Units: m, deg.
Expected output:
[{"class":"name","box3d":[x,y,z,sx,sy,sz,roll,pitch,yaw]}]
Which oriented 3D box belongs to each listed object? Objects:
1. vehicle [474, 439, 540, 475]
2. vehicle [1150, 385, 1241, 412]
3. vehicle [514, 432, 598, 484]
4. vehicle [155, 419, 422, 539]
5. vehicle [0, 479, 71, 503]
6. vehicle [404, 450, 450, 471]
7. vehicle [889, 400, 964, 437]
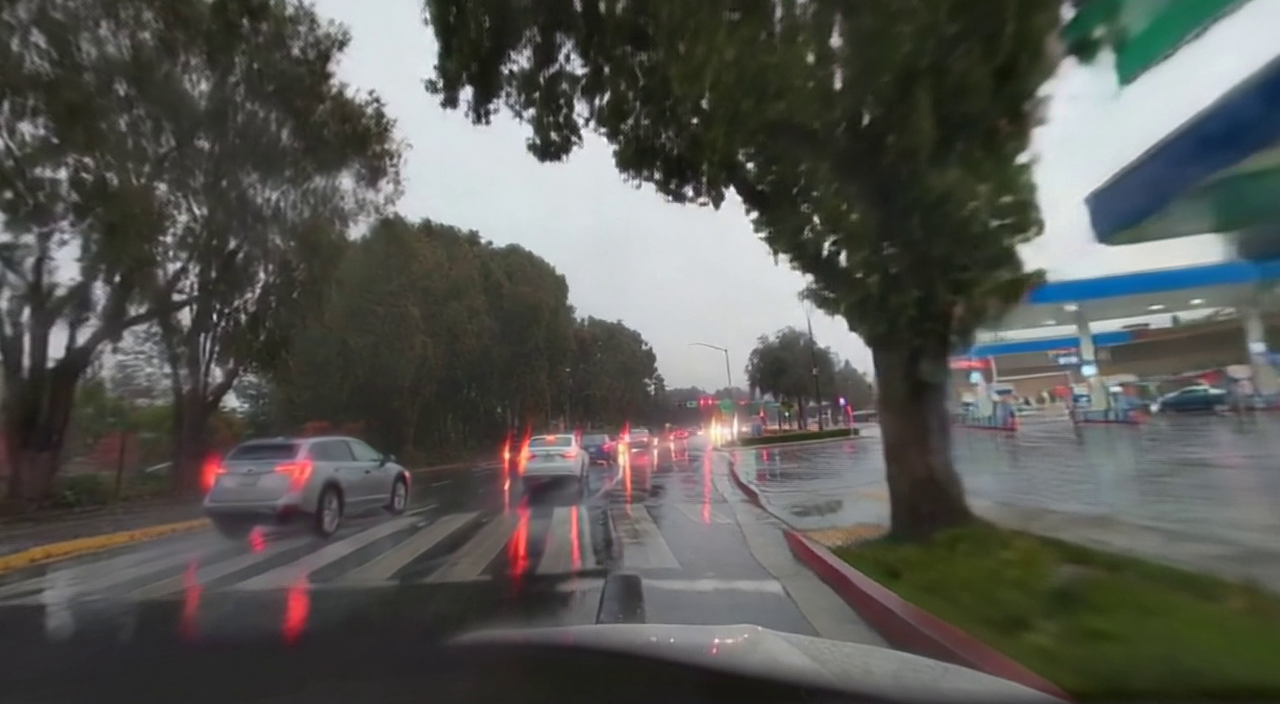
[{"class":"vehicle","box3d":[-5.904,4.722,28.542,1.875,1.479,4.558,-1,-8,2]},{"class":"vehicle","box3d":[37.762,3.236,42.955,1.816,1.452,4.698,-7,-7,0]},{"class":"vehicle","box3d":[-2.694,3.526,21.211,2.060,1.580,3.980,-1,-8,4]},{"class":"vehicle","box3d":[-6.146,2.266,11.893,2.102,1.774,4.662,-1,-8,4]},{"class":"vehicle","box3d":[-44.026,9.980,45.212,4.384,1.490,2.031,-1,-10,2]},{"class":"vehicle","box3d":[-15.907,8.128,47.197,1.870,1.458,4.143,-1,-8,2]},{"class":"vehicle","box3d":[18.921,4.506,41.976,2.322,2.152,5.668,-2,-8,0]}]
